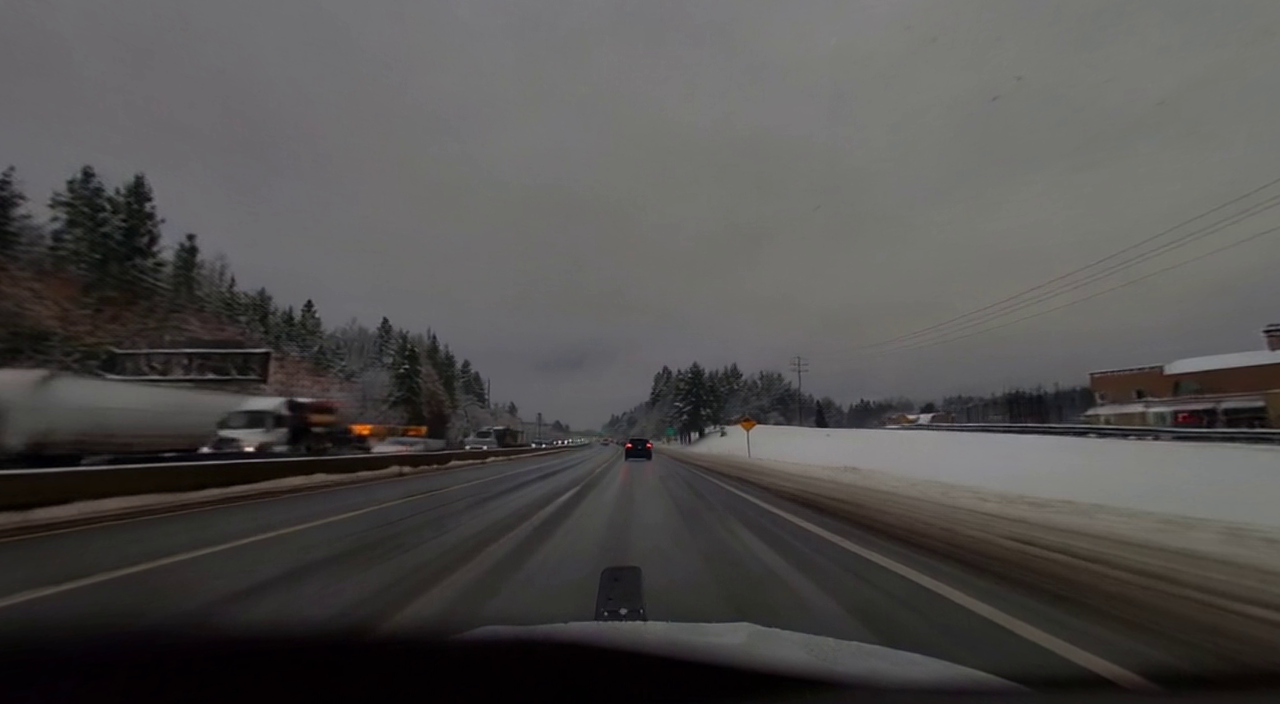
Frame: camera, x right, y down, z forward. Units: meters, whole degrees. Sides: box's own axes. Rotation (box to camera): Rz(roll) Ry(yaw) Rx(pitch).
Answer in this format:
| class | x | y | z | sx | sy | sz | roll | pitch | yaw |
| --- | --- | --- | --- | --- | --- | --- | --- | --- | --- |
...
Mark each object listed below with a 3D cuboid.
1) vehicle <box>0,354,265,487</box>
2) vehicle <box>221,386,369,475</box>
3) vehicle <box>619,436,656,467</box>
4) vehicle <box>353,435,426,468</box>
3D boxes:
| class | x | y | z | sx | sy | sz | roll | pitch | yaw |
| --- | --- | --- | --- | --- | --- | --- | --- | --- | --- |
| vehicle | -21.838 | 3.075 | 25.997 | 3.278 | 4.147 | 15.225 | 0 | -8 | 0 |
| vehicle | -17.460 | 4.156 | 32.718 | 2.993 | 3.993 | 8.266 | 0 | -8 | 0 |
| vehicle | -0.177 | 5.811 | 36.834 | 2.029 | 1.666 | 4.064 | 0 | -8 | -1 |
| vehicle | -13.589 | 5.420 | 34.464 | 1.987 | 1.655 | 4.982 | 0 | -8 | 0 |
